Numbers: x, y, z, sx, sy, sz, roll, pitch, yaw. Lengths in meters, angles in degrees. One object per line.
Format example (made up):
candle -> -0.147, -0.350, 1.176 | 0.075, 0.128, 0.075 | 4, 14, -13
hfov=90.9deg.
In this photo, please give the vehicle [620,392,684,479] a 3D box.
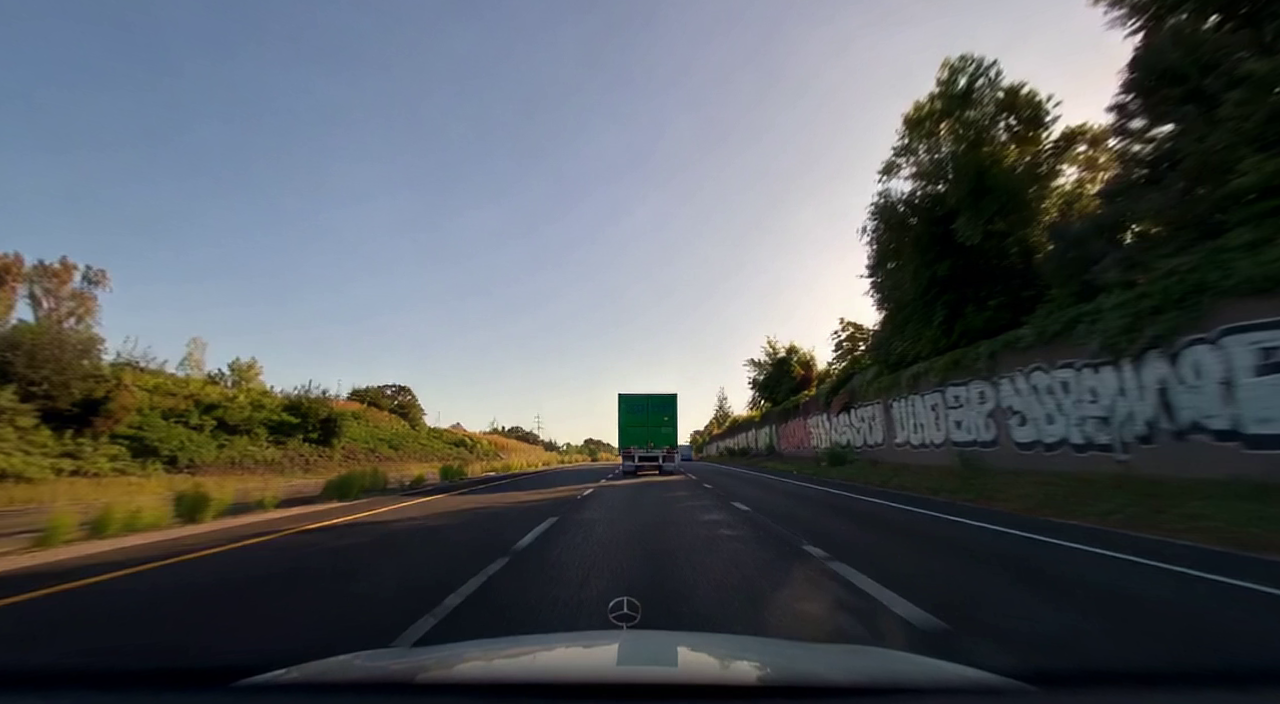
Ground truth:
vehicle -> 0.377, 4.625, 33.915 | 2.900, 3.955, 10.151 | 0, -9, -2
